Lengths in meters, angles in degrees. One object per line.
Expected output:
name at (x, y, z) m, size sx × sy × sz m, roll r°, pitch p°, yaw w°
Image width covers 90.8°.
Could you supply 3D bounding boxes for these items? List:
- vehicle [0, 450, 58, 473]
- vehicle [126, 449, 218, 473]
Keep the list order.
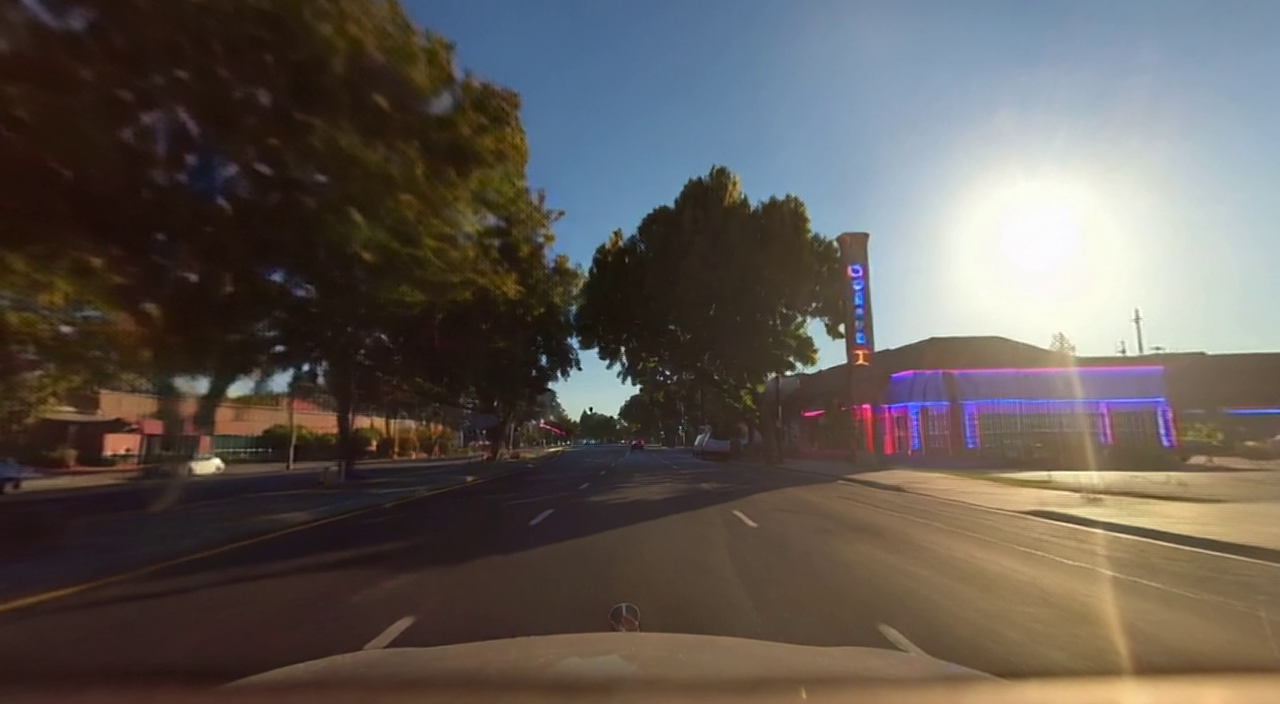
vehicle at (-42.573, 7.481, 43.133) m, size 4.279 × 1.456 × 1.874 m, roll -2°, pitch -8°, yaw 12°
vehicle at (-30.296, 7.062, 40.948) m, size 4.341 × 1.465 × 2.304 m, roll -2°, pitch -8°, yaw 9°
